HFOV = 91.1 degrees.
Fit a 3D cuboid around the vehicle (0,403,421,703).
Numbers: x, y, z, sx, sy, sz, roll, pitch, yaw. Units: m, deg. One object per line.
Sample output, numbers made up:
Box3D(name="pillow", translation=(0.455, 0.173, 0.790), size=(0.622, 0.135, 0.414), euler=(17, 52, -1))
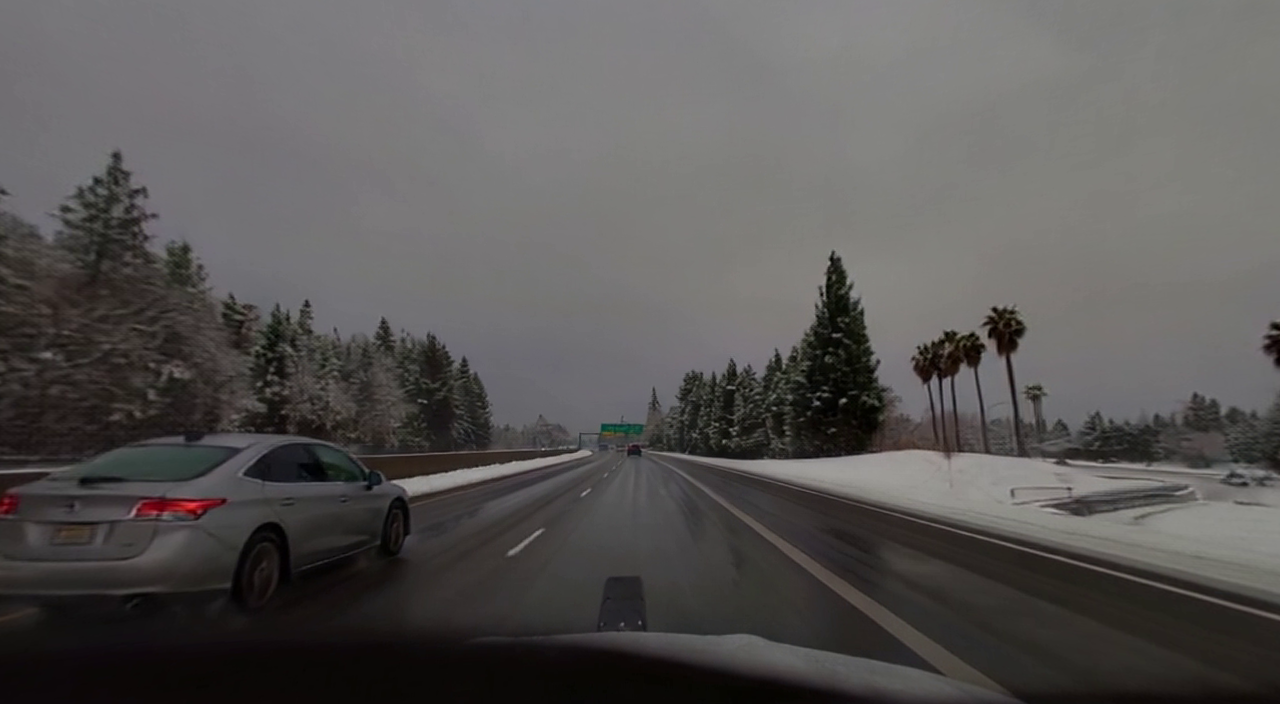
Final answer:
Box3D(name="vehicle", translation=(-3.797, 1.375, 5.368), size=(2.092, 1.562, 4.748), euler=(0, -8, 1))
